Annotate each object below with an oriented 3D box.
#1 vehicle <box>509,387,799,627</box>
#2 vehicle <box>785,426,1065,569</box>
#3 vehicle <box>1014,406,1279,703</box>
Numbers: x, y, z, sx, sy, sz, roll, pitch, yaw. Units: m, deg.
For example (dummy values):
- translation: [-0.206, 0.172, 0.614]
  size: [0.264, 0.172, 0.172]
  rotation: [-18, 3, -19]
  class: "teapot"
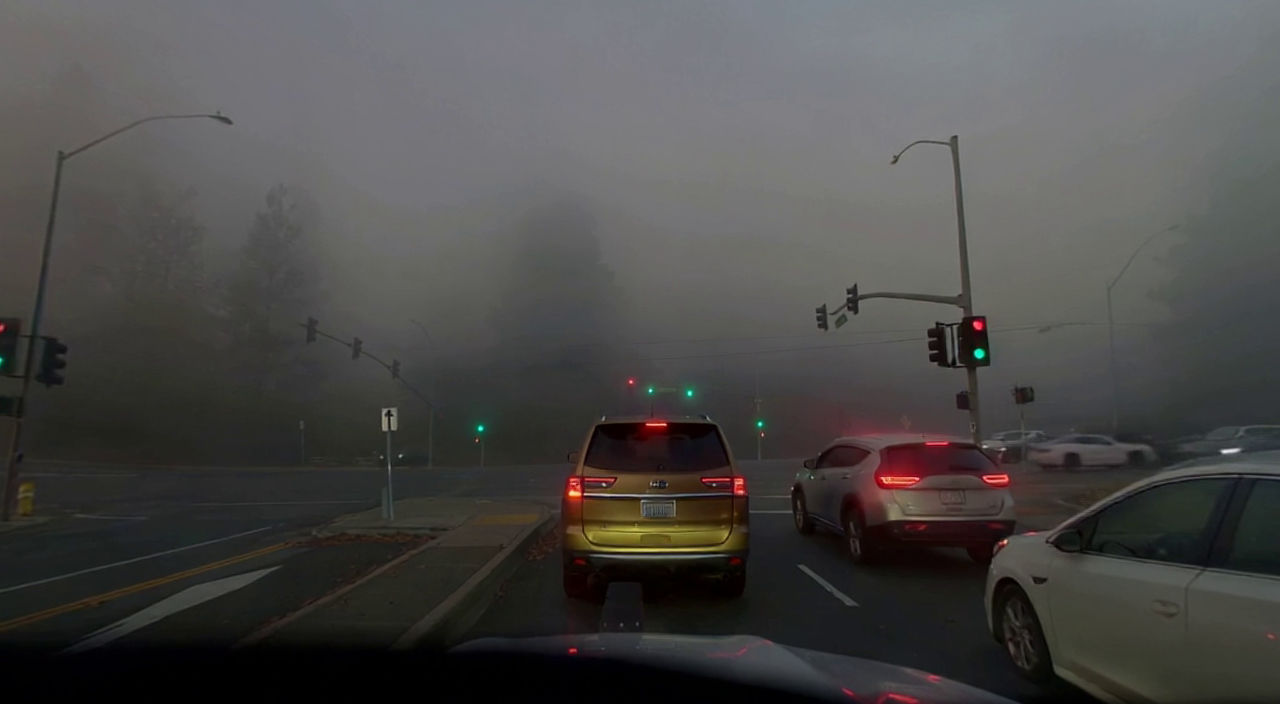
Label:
- translation: [0.095, 1.494, 7.058]
  size: [2.170, 1.793, 4.468]
  rotation: [0, -8, 0]
  class: "vehicle"
- translation: [3.516, 1.857, 8.858]
  size: [1.861, 1.495, 4.215]
  rotation: [0, -8, -1]
  class: "vehicle"
- translation: [3.155, 0.817, 1.420]
  size: [1.924, 1.466, 4.461]
  rotation: [0, -8, 1]
  class: "vehicle"
